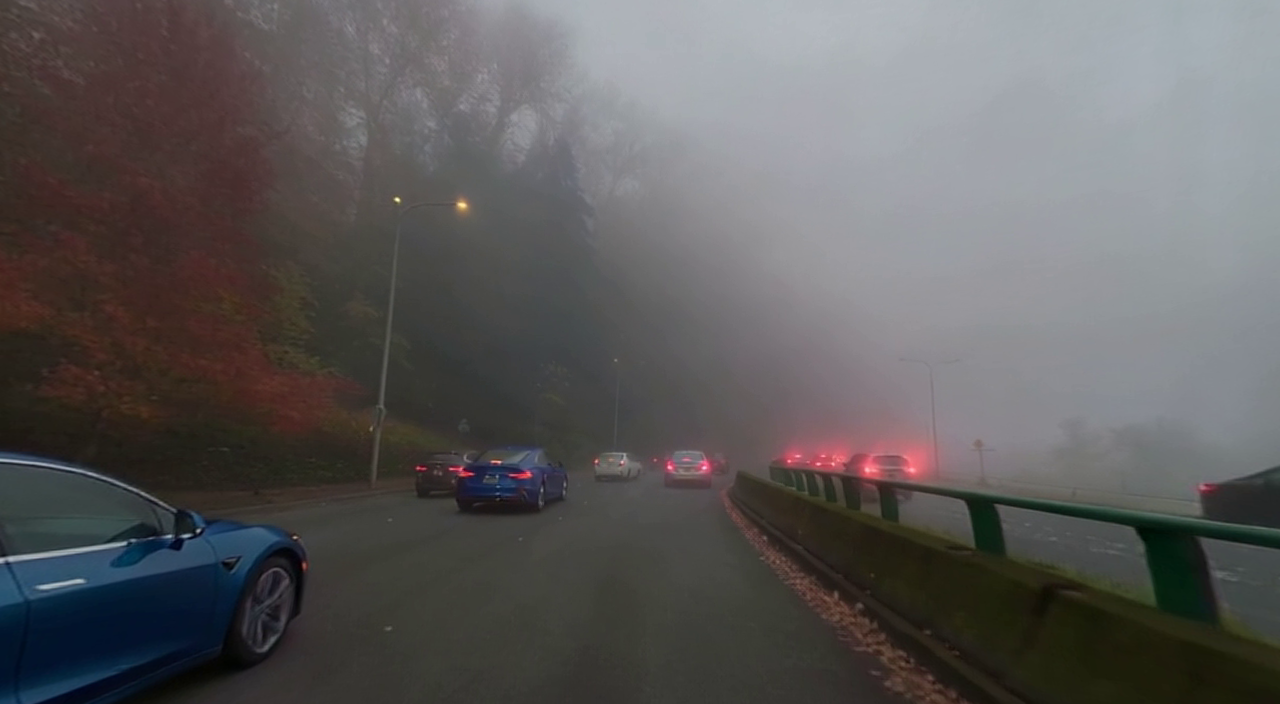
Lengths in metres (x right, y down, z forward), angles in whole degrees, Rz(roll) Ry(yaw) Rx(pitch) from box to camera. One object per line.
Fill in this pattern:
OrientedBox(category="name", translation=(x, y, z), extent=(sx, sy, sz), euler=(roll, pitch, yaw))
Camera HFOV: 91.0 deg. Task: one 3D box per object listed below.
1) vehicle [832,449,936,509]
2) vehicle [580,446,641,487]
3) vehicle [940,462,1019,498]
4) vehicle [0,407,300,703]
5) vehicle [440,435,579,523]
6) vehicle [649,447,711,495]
OrientedBox(category="vehicle", translation=(7.361, 3.821, 19.452), extent=(1.768, 1.634, 4.064), euler=(0, -9, 3))
OrientedBox(category="vehicle", translation=(-1.208, 5.034, 28.030), extent=(1.930, 1.635, 4.260), euler=(-1, -9, 8))
OrientedBox(category="vehicle", translation=(16.396, 6.179, 30.688), extent=(1.816, 1.481, 4.422), euler=(-1, -9, 7))
OrientedBox(category="vehicle", translation=(-3.447, 0.939, 2.273), extent=(1.921, 1.503, 4.317), euler=(0, -9, 1))
OrientedBox(category="vehicle", translation=(-2.752, 2.796, 14.482), extent=(1.979, 1.663, 4.513), euler=(0, -9, 3))
OrientedBox(category="vehicle", translation=(1.514, 4.201, 22.658), extent=(2.015, 1.506, 4.276), euler=(0, -9, 6))
